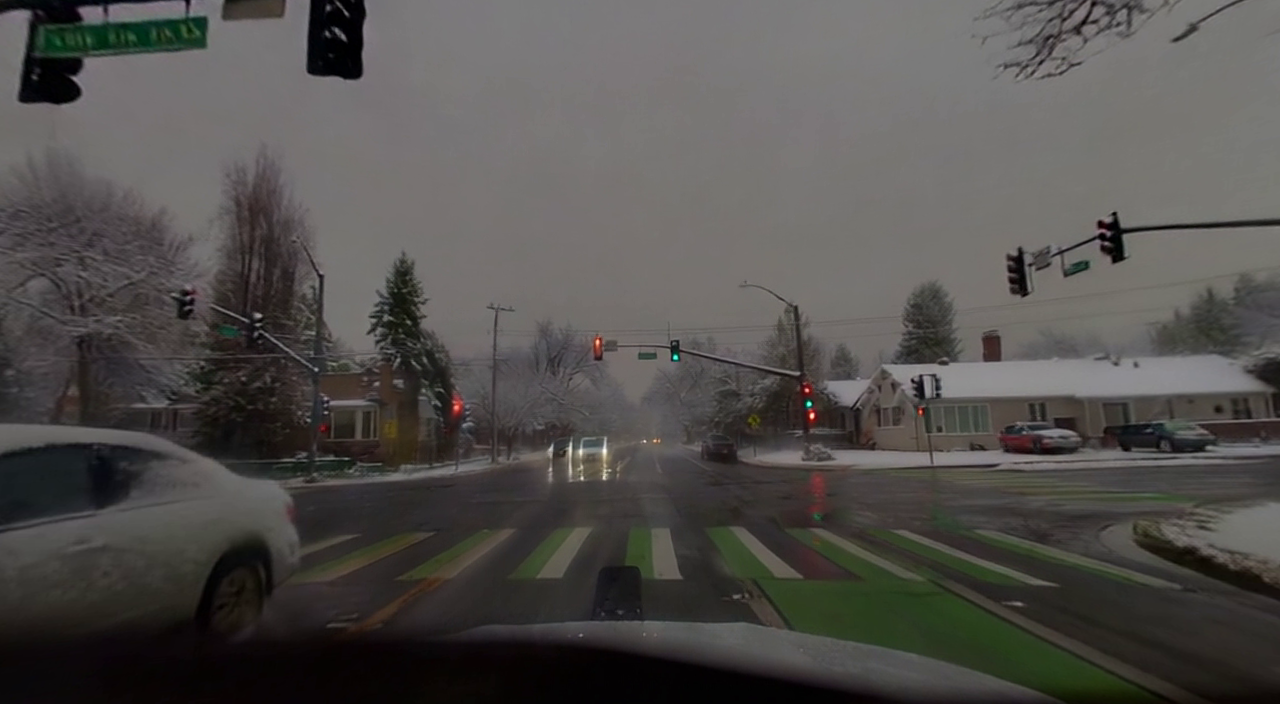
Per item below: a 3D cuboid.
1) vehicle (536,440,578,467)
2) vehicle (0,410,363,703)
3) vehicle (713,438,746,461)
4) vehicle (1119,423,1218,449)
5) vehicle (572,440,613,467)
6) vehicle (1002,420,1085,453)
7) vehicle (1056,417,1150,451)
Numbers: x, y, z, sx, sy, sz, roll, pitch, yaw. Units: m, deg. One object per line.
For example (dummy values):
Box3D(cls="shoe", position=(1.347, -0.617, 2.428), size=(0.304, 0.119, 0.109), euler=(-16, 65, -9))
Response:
Box3D(cls="vehicle", position=(-5.461, 6.787, 42.110), size=(1.982, 1.686, 4.195), euler=(-1, -8, 4))
Box3D(cls="vehicle", position=(-3.392, 1.066, 2.997), size=(1.904, 1.489, 4.746), euler=(0, -8, 1))
Box3D(cls="vehicle", position=(6.382, 7.036, 45.354), size=(1.891, 1.584, 3.802), euler=(0, -8, 1))
Box3D(cls="vehicle", position=(30.317, 4.886, 36.341), size=(1.837, 1.396, 4.695), euler=(-1, -8, 3))
Box3D(cls="vehicle", position=(-2.787, 6.046, 37.552), size=(1.982, 1.472, 4.103), euler=(-1, -8, 2))
Box3D(cls="vehicle", position=(23.341, 4.946, 36.636), size=(1.964, 1.759, 4.583), euler=(-1, -8, 3))
Box3D(cls="vehicle", position=(26.518, 4.776, 36.277), size=(2.033, 1.821, 4.542), euler=(0, -8, 2))
